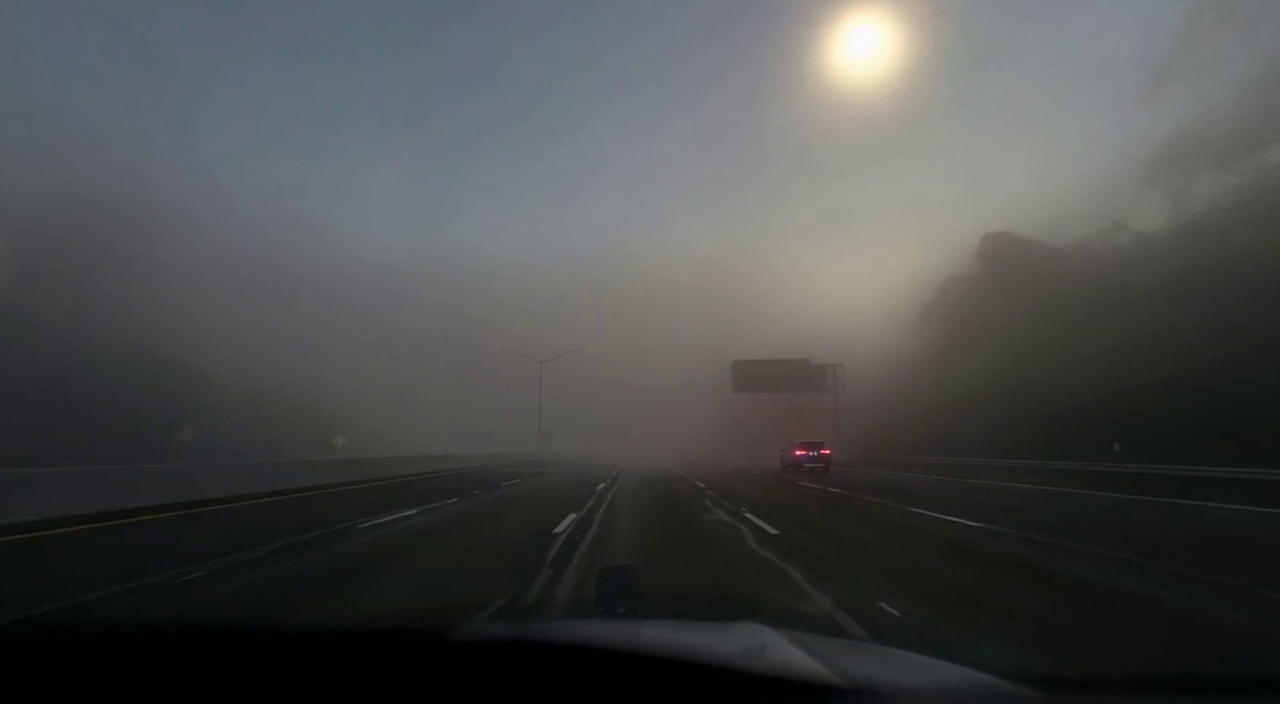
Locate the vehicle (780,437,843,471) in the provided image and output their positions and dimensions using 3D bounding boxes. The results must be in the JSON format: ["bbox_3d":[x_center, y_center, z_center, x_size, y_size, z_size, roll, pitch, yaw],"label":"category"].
[{"bbox_3d":[9.332,5.599,34.690,2.091,1.711,4.383,0,-9,-2],"label":"vehicle"}]
